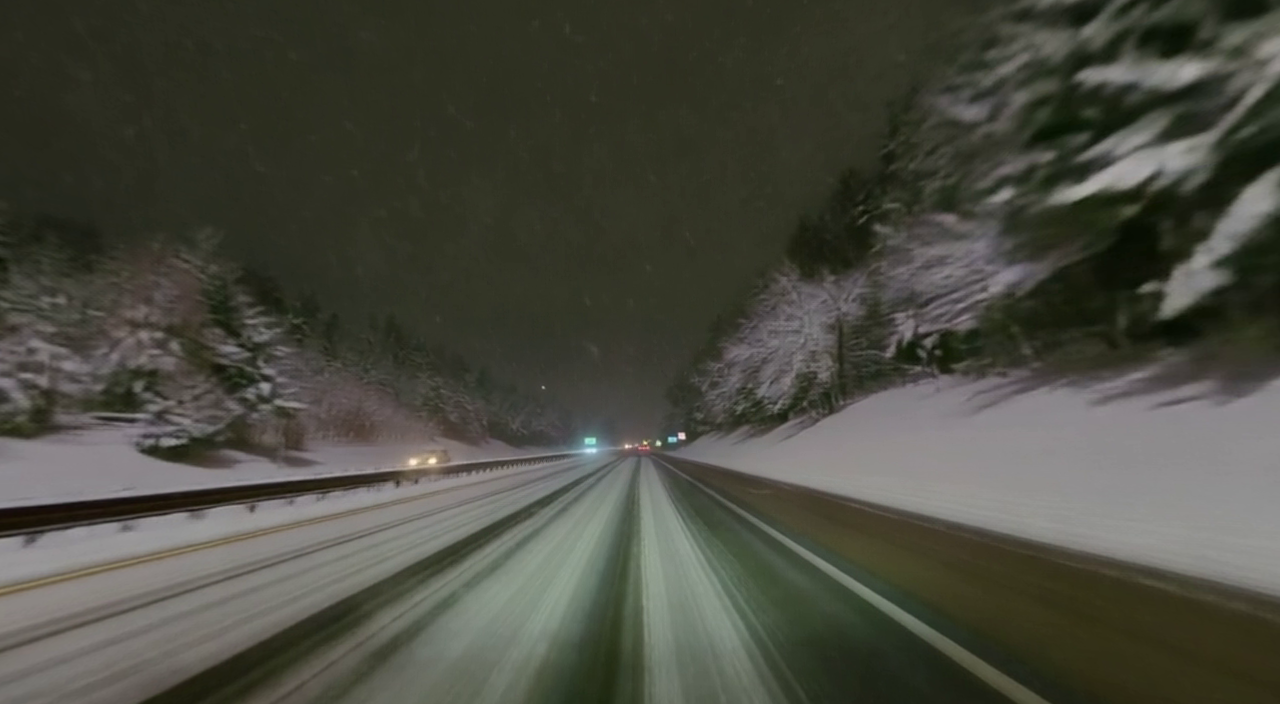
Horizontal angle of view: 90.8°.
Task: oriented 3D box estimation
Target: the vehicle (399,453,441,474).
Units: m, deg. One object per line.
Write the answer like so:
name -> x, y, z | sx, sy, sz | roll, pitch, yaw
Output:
vehicle -> -16.547, 8.386, 47.616 | 1.770, 1.413, 3.842 | 0, -9, 0
